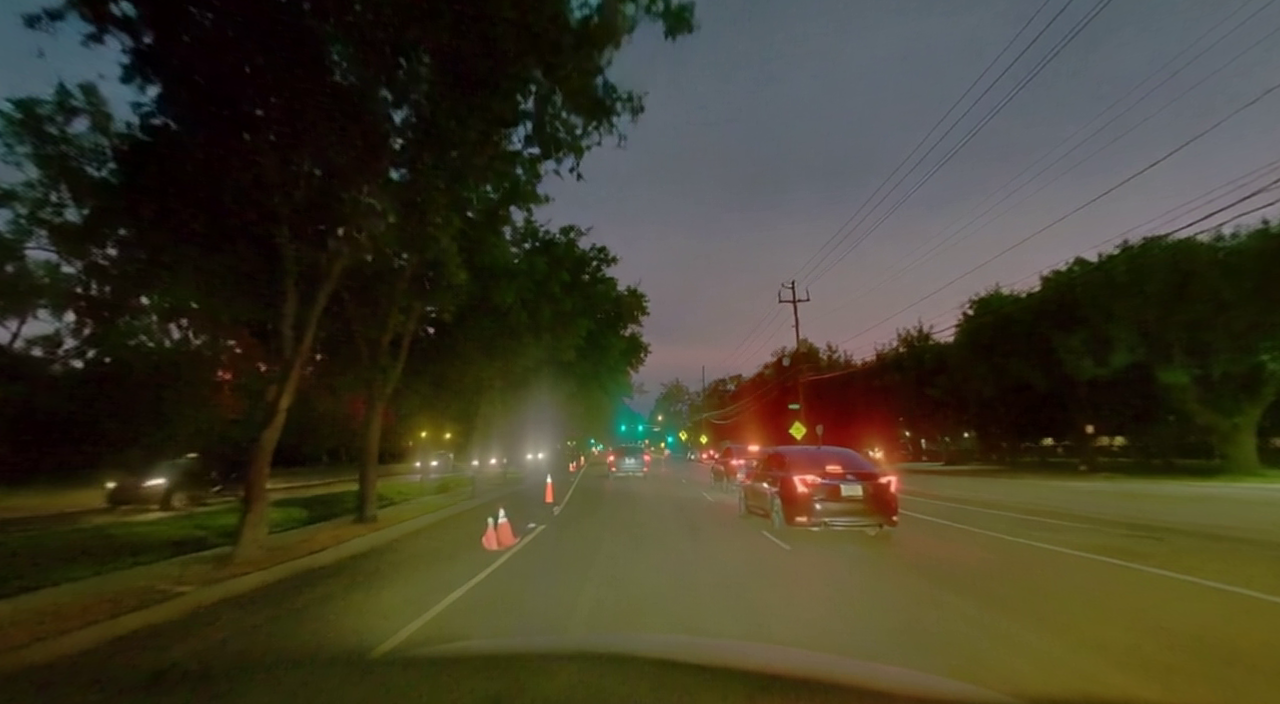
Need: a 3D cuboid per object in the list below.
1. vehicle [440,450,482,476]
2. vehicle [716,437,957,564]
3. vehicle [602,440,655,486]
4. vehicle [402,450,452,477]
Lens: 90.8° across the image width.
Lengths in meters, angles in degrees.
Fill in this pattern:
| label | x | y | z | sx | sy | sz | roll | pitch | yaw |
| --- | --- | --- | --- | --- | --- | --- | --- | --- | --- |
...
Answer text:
| label | x | y | z | sx | sy | sz | roll | pitch | yaw |
| --- | --- | --- | --- | --- | --- | --- | --- | --- | --- |
| vehicle | -12.562 | 7.798 | 44.590 | 1.871 | 1.639 | 4.289 | 0 | -8 | -2 |
| vehicle | 2.628 | 2.104 | 9.847 | 1.977 | 1.460 | 4.565 | 0 | -8 | -4 |
| vehicle | -0.447 | 4.590 | 26.546 | 2.050 | 1.745 | 3.915 | 0 | -8 | 0 |
| vehicle | -16.398 | 8.585 | 48.893 | 2.016 | 1.862 | 5.328 | -1 | -8 | 0 |
